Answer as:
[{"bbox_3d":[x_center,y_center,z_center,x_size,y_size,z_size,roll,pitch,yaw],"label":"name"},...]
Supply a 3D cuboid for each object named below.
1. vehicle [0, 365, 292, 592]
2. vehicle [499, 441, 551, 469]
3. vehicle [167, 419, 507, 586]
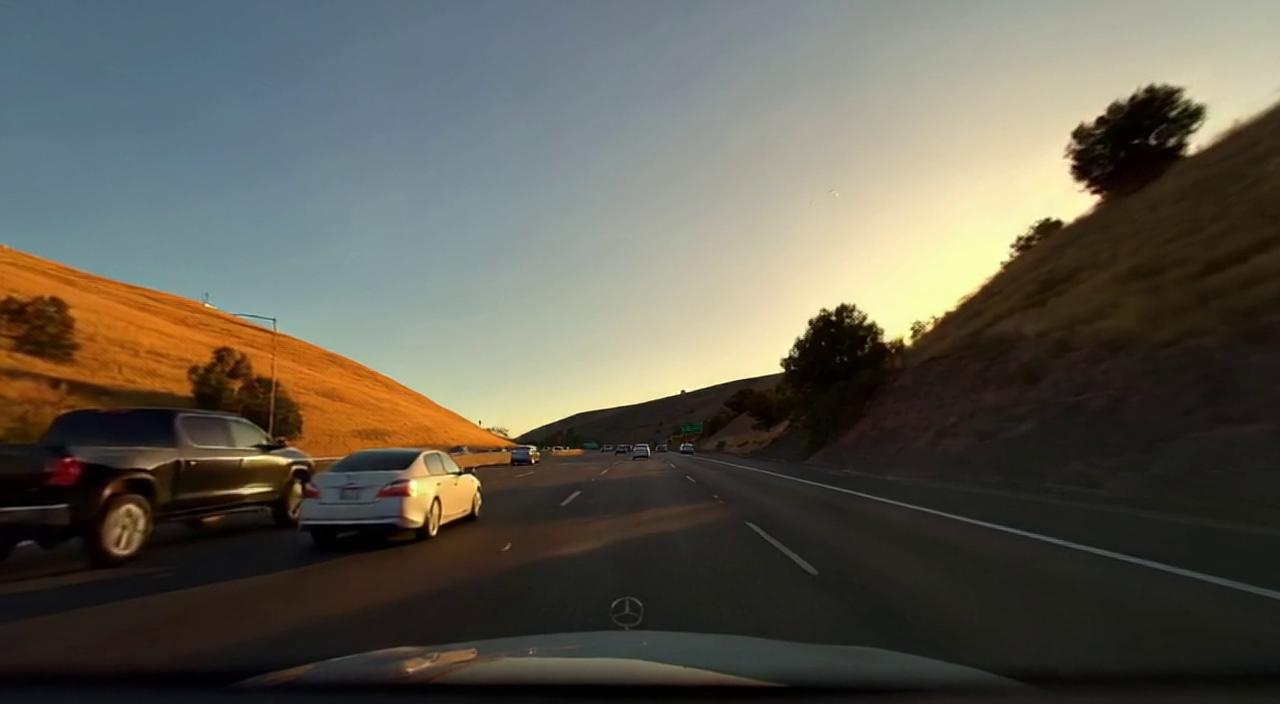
[{"bbox_3d":[-7.128,1.379,7.267,2.589,2.063,6.206,0,-8,1],"label":"vehicle"},{"bbox_3d":[-6.667,6.028,37.089,2.047,1.532,4.980,0,-8,1],"label":"vehicle"},{"bbox_3d":[-3.334,1.744,8.242,2.091,1.552,4.516,0,-8,2],"label":"vehicle"}]
